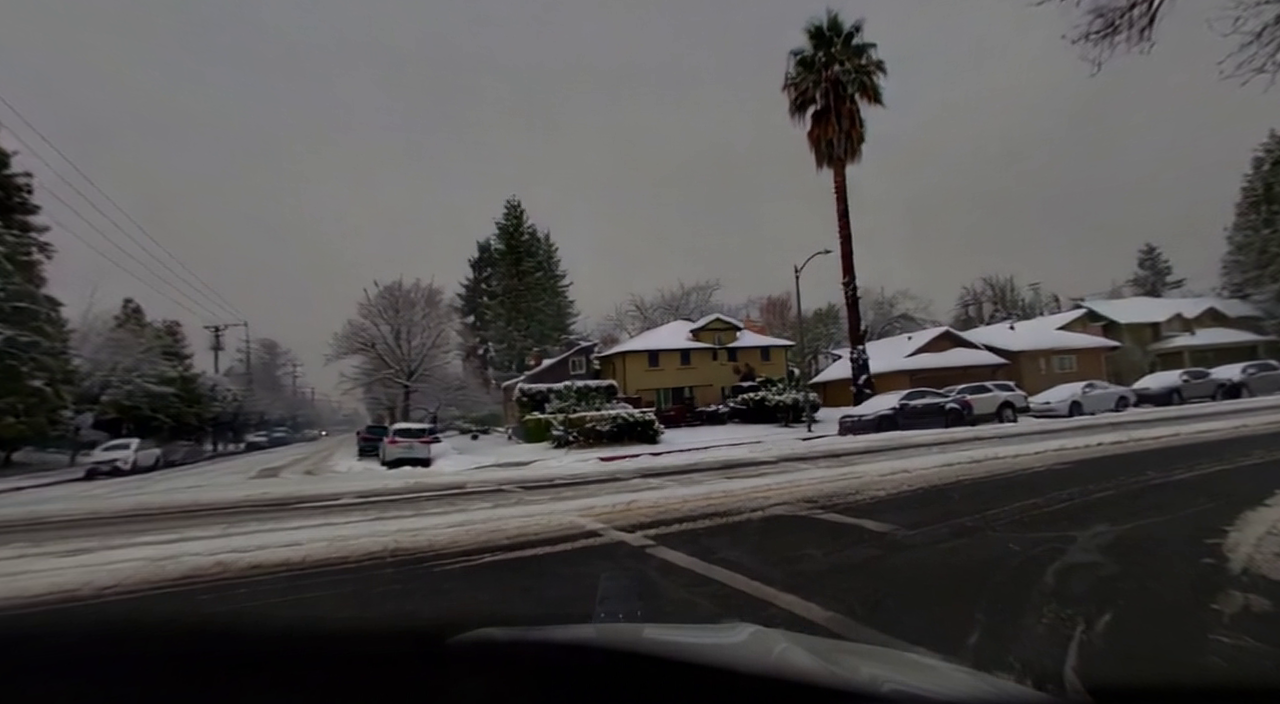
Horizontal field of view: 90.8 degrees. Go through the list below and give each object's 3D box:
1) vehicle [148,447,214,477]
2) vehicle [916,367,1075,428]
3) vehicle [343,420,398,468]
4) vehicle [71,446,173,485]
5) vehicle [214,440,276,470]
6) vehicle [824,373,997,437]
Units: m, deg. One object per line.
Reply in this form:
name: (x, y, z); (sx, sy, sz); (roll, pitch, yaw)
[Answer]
vehicle: (-25.404, 6.074, 35.122); (1.795, 1.463, 4.382); (1, -9, -20)
vehicle: (12.341, 1.698, 22.205); (1.995, 1.772, 4.273); (4, -10, -36)
vehicle: (-12.599, 4.336, 29.665); (2.154, 2.035, 4.261); (1, -9, -22)
vehicle: (-23.075, 5.038, 28.397); (2.118, 1.526, 4.727); (1, -9, -22)
vehicle: (-22.562, 5.899, 36.262); (2.071, 1.538, 4.428); (1, -9, -20)
vehicle: (8.906, 1.893, 21.230); (1.998, 1.752, 4.866); (5, -11, -38)
